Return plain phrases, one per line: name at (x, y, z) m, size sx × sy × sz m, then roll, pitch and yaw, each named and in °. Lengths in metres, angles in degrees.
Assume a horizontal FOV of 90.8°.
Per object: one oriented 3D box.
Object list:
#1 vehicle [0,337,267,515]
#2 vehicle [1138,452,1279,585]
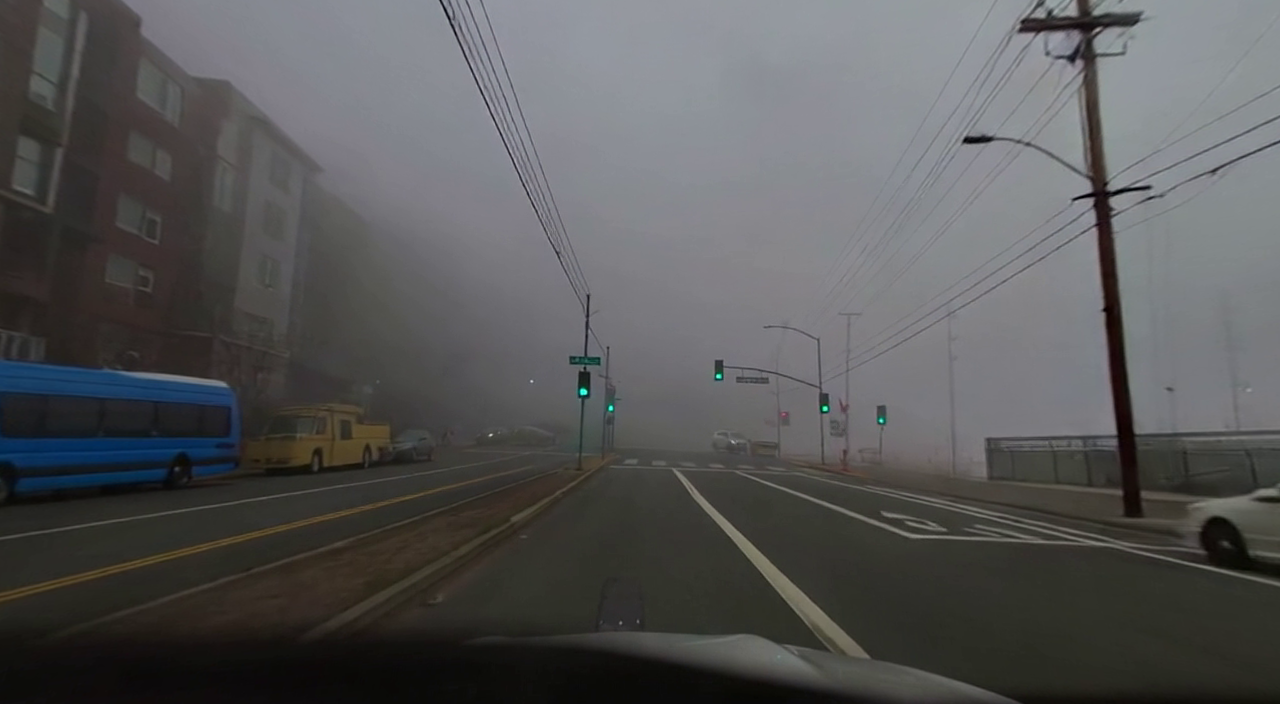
vehicle at (-13.549, 1.886, 15.130) m, size 3.060 × 3.307 × 9.997 m, roll 0°, pitch -9°, yaw 0°
vehicle at (8.248, 1.858, 6.859) m, size 1.914 × 1.473 × 4.507 m, roll 0°, pitch -9°, yaw -1°
